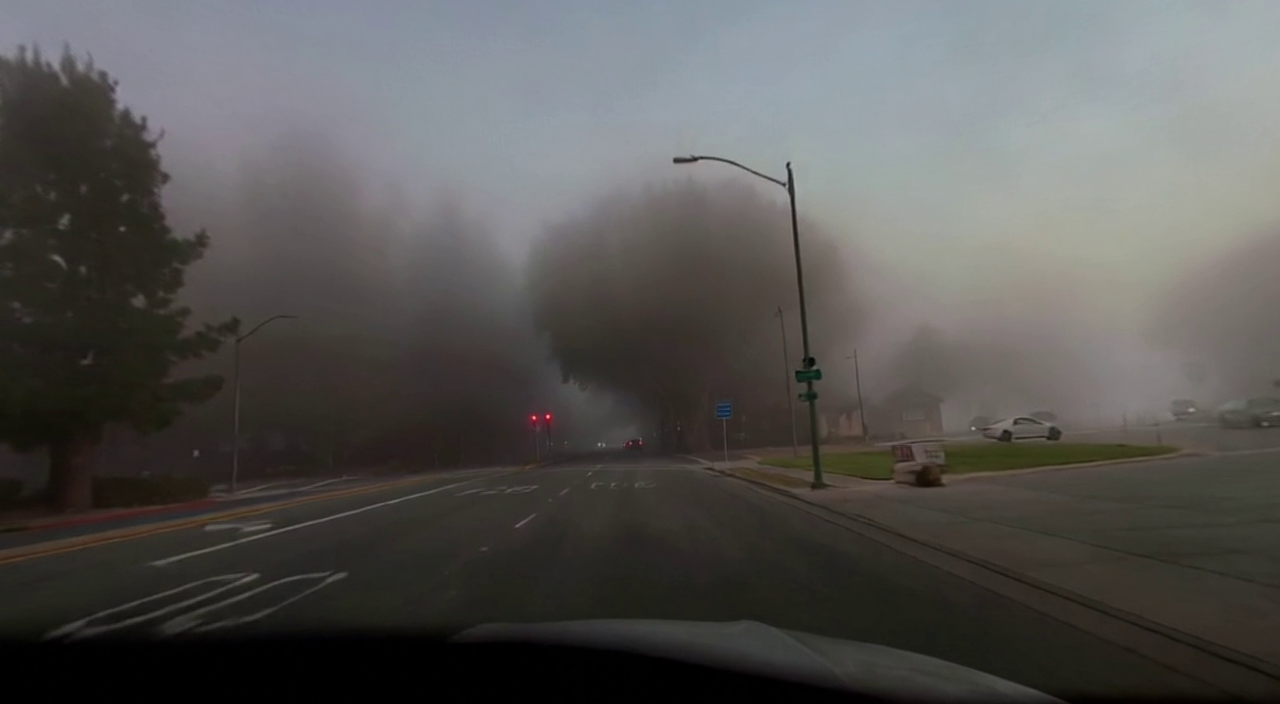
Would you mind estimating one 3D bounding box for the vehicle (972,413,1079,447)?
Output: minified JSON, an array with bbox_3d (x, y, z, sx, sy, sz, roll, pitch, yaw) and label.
[{"bbox_3d":[23.130,4.689,38.044,4.902,1.519,2.182,-5,-7,-1],"label":"vehicle"}]
